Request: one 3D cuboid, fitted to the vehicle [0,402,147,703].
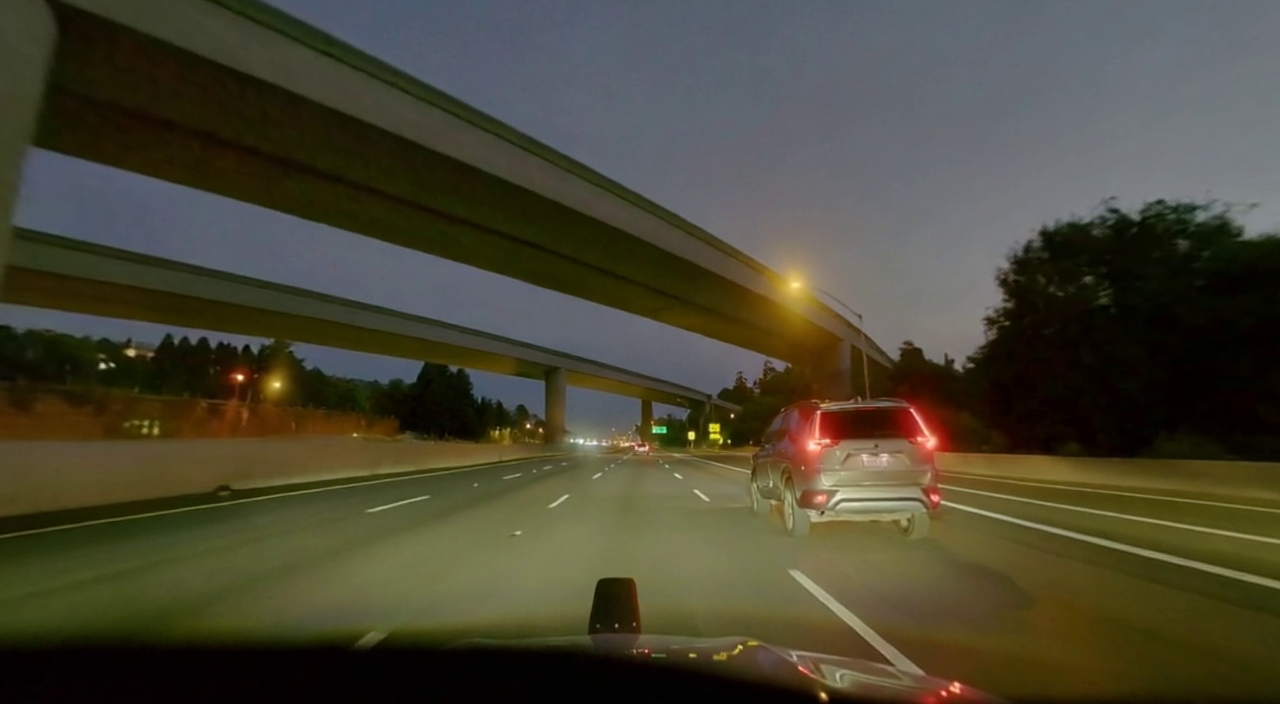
[{"bbox_3d":[-3.845,0.794,1.516,2.021,1.504,4.054,0,-9,0],"label":"vehicle"}]

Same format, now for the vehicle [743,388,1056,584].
[{"bbox_3d":[2.975,1.693,8.789,2.155,1.918,4.945,0,-9,-1],"label":"vehicle"}]
